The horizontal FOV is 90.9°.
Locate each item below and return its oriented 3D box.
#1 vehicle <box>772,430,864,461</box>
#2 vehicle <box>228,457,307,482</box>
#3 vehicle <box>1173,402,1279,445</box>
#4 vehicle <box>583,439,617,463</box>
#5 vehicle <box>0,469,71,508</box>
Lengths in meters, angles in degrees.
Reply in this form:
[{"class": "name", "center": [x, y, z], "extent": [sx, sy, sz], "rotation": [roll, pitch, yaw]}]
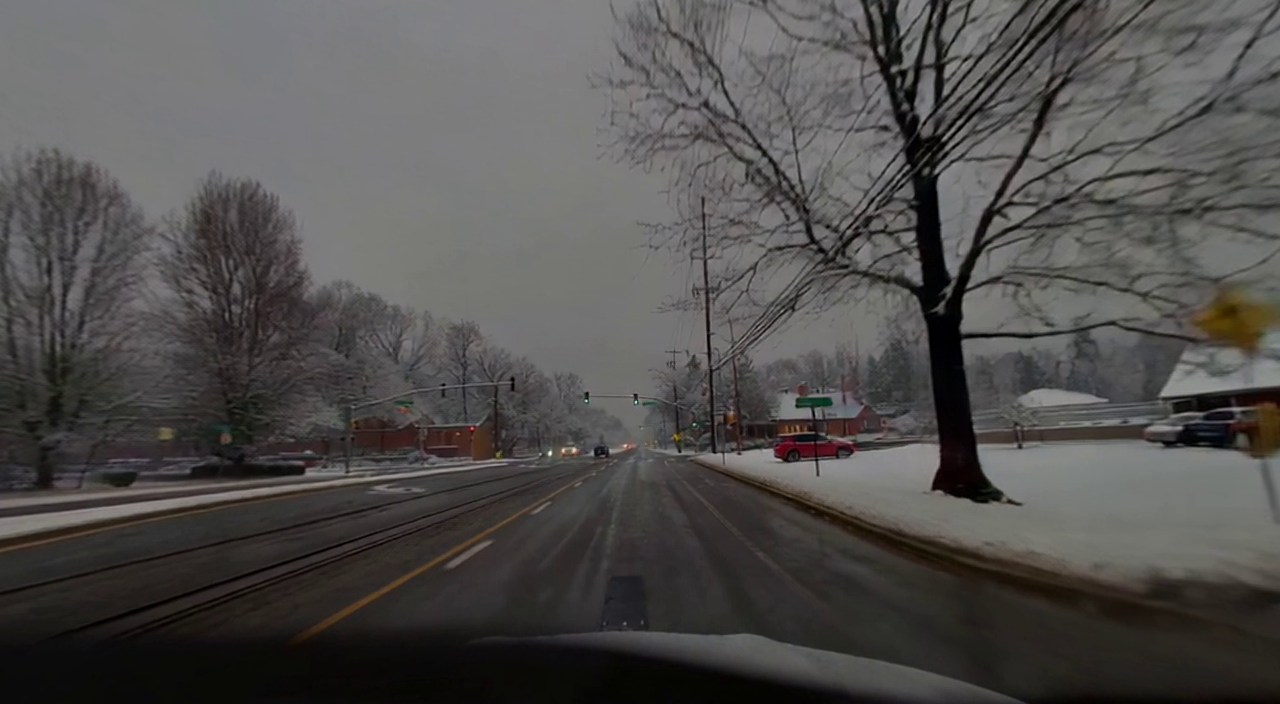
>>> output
[{"class": "vehicle", "center": [10.506, 5.559, 37.426], "extent": [4.765, 1.738, 2.101], "rotation": [0, -8, -3]}, {"class": "vehicle", "center": [-27.004, 8.506, 45.767], "extent": [4.451, 1.724, 1.988], "rotation": [0, -8, 0]}, {"class": "vehicle", "center": [25.227, 2.993, 26.070], "extent": [4.461, 1.695, 1.999], "rotation": [0, -8, 1]}, {"class": "vehicle", "center": [-3.069, 7.752, 49.553], "extent": [2.229, 1.821, 4.681], "rotation": [0, -8, 2]}, {"class": "vehicle", "center": [-26.897, 5.757, 26.660], "extent": [3.730, 1.485, 1.937], "rotation": [0, -8, 1]}]
